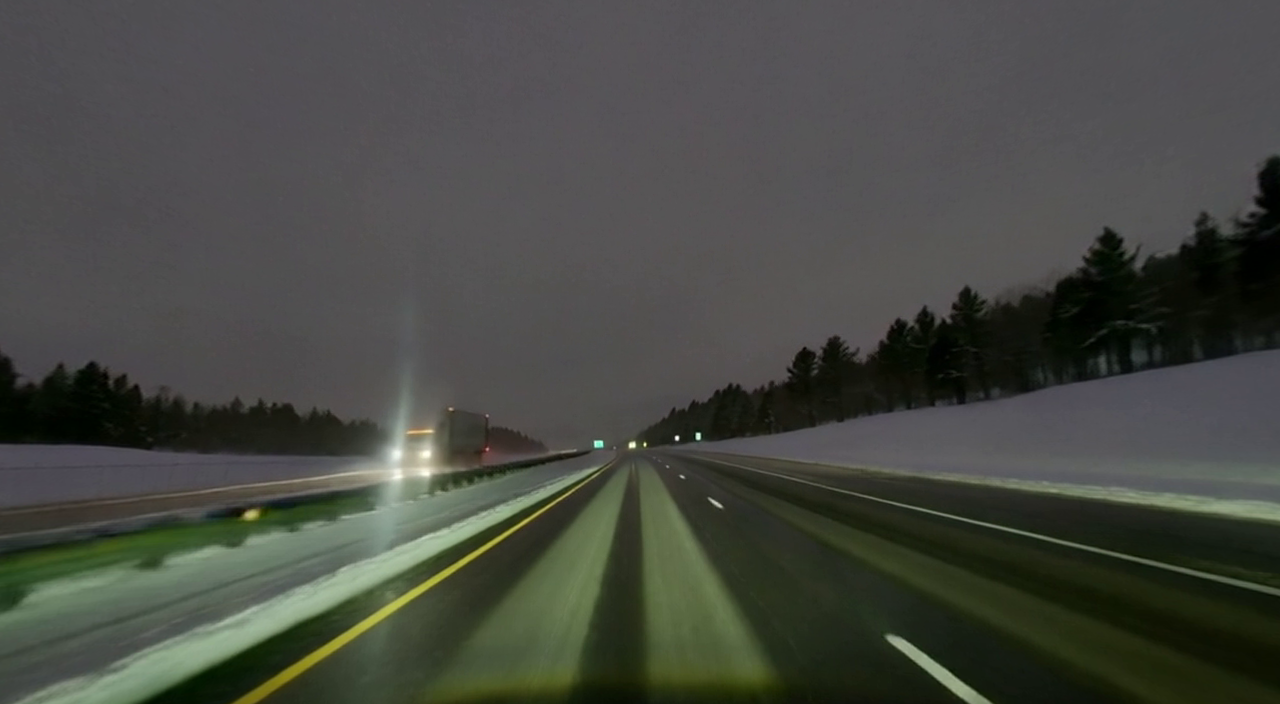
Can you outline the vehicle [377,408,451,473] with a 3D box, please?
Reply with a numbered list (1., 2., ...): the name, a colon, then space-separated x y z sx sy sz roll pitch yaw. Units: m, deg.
1. vehicle: -16.236 6.423 45.461 3.730 4.427 4.152 0 -9 -1
